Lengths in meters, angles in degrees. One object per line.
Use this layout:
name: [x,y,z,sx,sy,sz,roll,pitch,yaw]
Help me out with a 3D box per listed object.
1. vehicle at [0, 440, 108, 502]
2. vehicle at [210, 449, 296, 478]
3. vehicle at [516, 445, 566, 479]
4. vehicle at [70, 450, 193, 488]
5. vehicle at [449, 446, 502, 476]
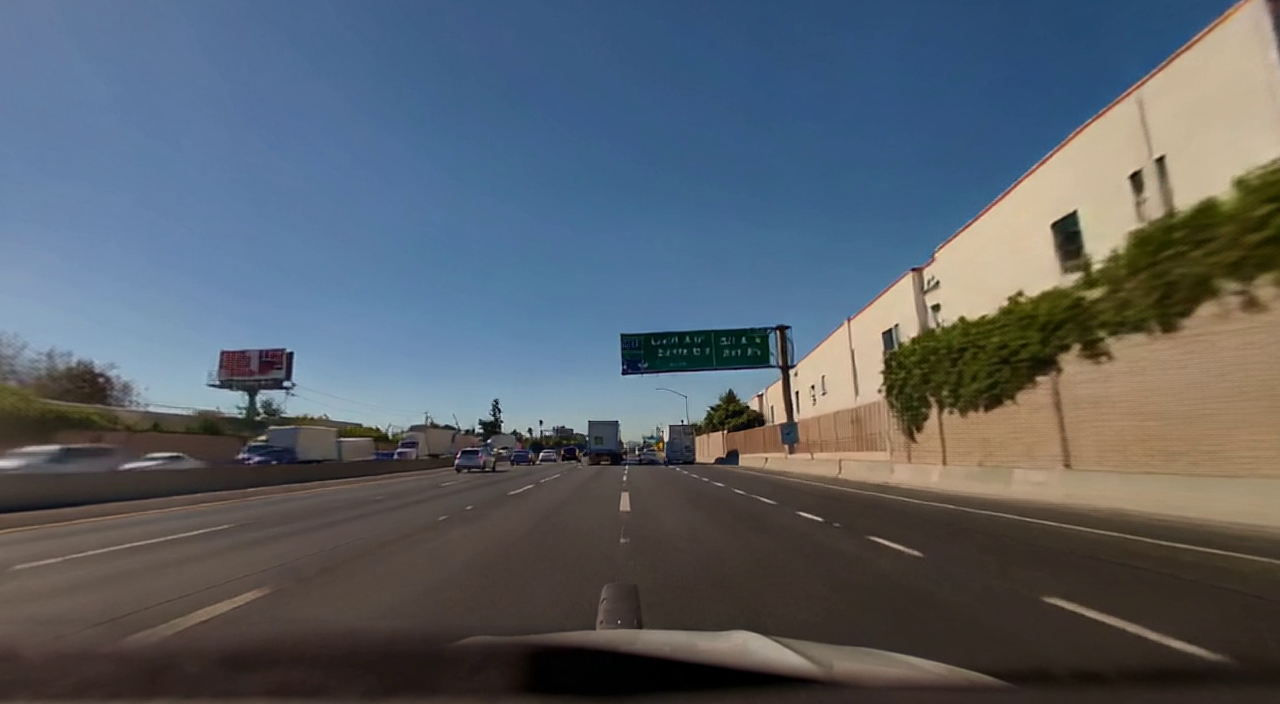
vehicle: [-18.163,3.351,18.019,2.030,1.629,4.673,0,-9,-2]
vehicle: [-26.292,7.542,43.313,2.212,1.805,5.949,0,-9,-1]
vehicle: [-5.147,5.772,33.395,2.132,1.679,4.045,0,-9,-3]
vehicle: [-22.270,5.121,28.003,1.798,1.496,4.490,0,-9,-2]
vehicle: [-10.208,6.786,39.611,2.129,1.717,4.593,0,-9,0]
